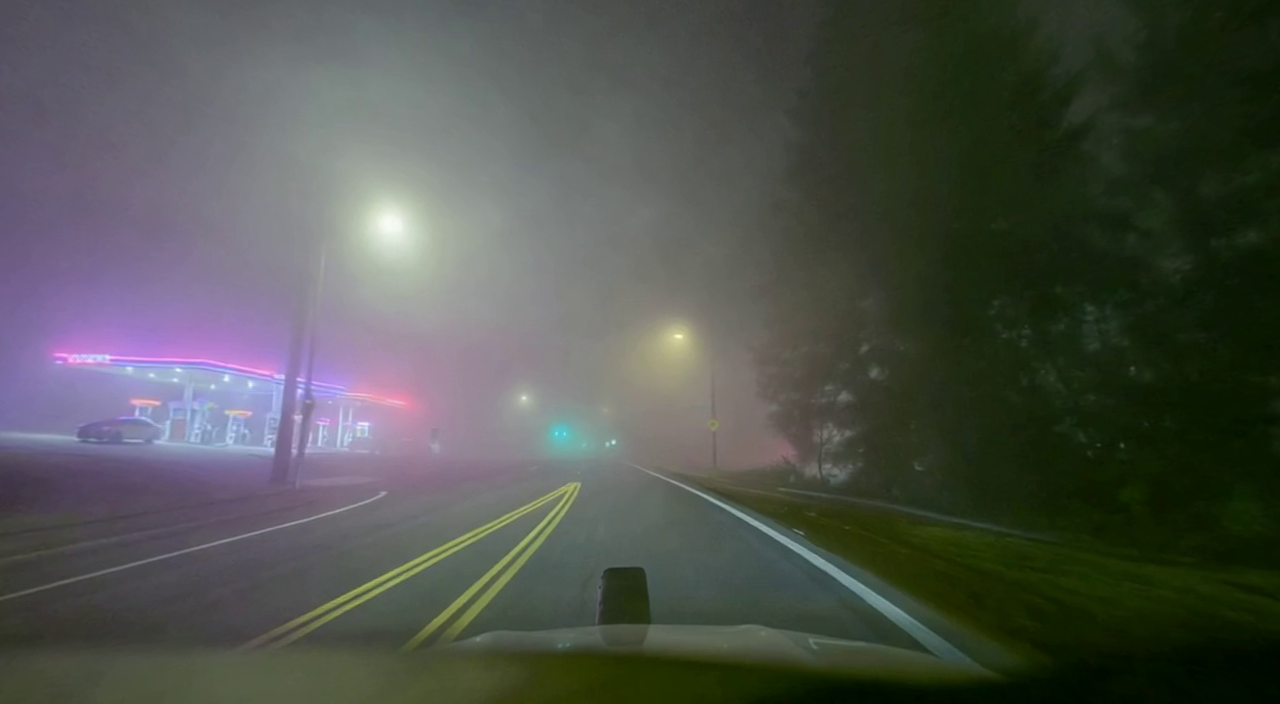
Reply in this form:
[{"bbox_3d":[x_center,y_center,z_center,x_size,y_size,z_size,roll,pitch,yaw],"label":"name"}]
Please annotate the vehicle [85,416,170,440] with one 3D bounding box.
[{"bbox_3d":[-34.830,5.183,42.907,4.399,1.566,1.882,-2,-9,9],"label":"vehicle"}]
